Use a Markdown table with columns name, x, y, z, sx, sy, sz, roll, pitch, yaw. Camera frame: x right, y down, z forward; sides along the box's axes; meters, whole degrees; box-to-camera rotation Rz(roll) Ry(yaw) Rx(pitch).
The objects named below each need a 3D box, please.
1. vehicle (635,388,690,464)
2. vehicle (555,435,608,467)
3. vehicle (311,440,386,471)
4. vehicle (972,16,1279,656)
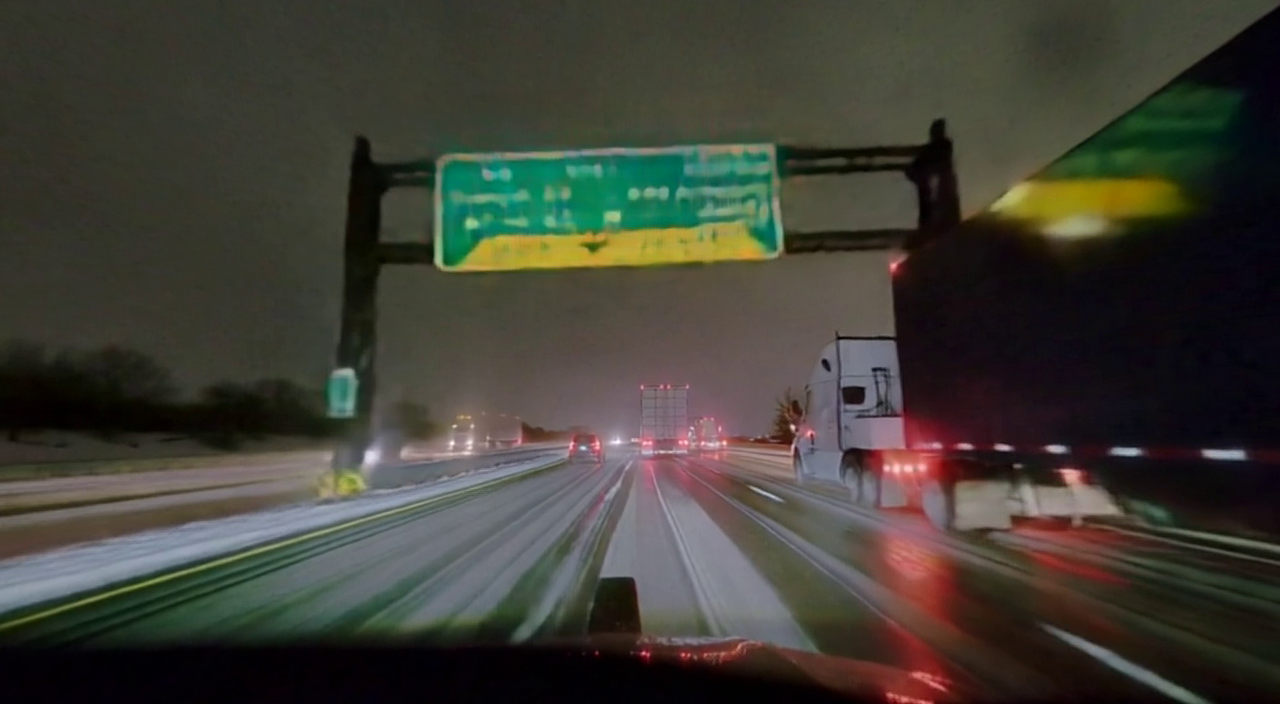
| name | x | y | z | sx | sy | sz | roll | pitch | yaw |
| --- | --- | --- | --- | --- | --- | --- | --- | --- | --- |
| vehicle | 1.364 | 4.864 | 40.682 | 2.966 | 4.072 | 13.408 | 0 | -8 | 1 |
| vehicle | -2.976 | 5.182 | 33.319 | 2.208 | 1.542 | 5.138 | 0 | -8 | 1 |
| vehicle | -14.700 | 5.206 | 32.023 | 1.924 | 1.440 | 3.790 | 0 | -8 | 1 |
| vehicle | 5.468 | -0.188 | 3.316 | 2.873 | 3.998 | 8.286 | 0 | -8 | 0 |
